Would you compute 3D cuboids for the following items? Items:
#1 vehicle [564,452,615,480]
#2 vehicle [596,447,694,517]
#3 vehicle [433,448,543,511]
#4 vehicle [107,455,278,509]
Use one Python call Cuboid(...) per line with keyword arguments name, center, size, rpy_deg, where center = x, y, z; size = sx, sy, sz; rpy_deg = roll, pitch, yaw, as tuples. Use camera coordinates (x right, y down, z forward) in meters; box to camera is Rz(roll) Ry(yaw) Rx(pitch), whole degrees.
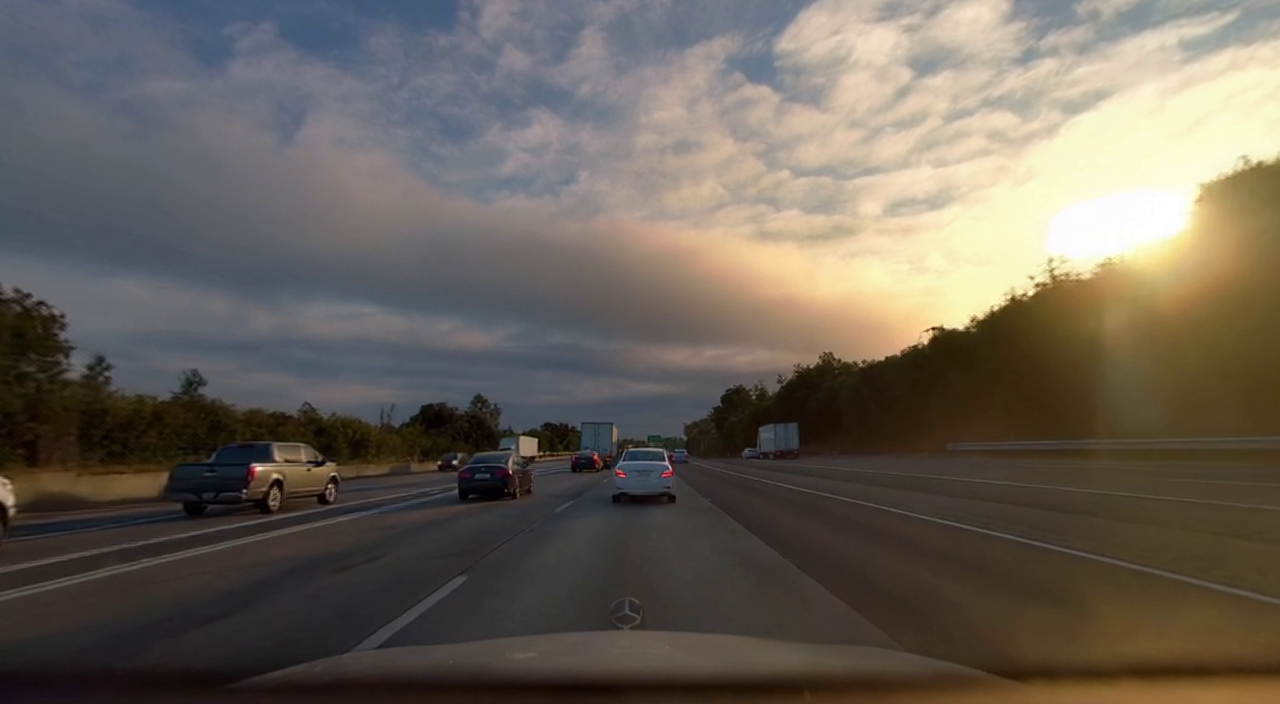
Cuboid(name="vehicle", center=(-2.851, 6.263, 34.912), size=(1.952, 1.402, 4.184), rpy_deg=(2, -9, -16))
Cuboid(name="vehicle", center=(0.110, 3.055, 15.315), size=(2.057, 1.449, 3.931), rpy_deg=(0, -9, 0))
Cuboid(name="vehicle", center=(-4.068, 3.470, 17.670), size=(1.929, 1.509, 4.331), rpy_deg=(0, -9, 1))
Cuboid(name="vehicle", center=(-13.973, 4.052, 20.113), size=(1.940, 1.482, 4.610), rpy_deg=(-1, -9, 2))
